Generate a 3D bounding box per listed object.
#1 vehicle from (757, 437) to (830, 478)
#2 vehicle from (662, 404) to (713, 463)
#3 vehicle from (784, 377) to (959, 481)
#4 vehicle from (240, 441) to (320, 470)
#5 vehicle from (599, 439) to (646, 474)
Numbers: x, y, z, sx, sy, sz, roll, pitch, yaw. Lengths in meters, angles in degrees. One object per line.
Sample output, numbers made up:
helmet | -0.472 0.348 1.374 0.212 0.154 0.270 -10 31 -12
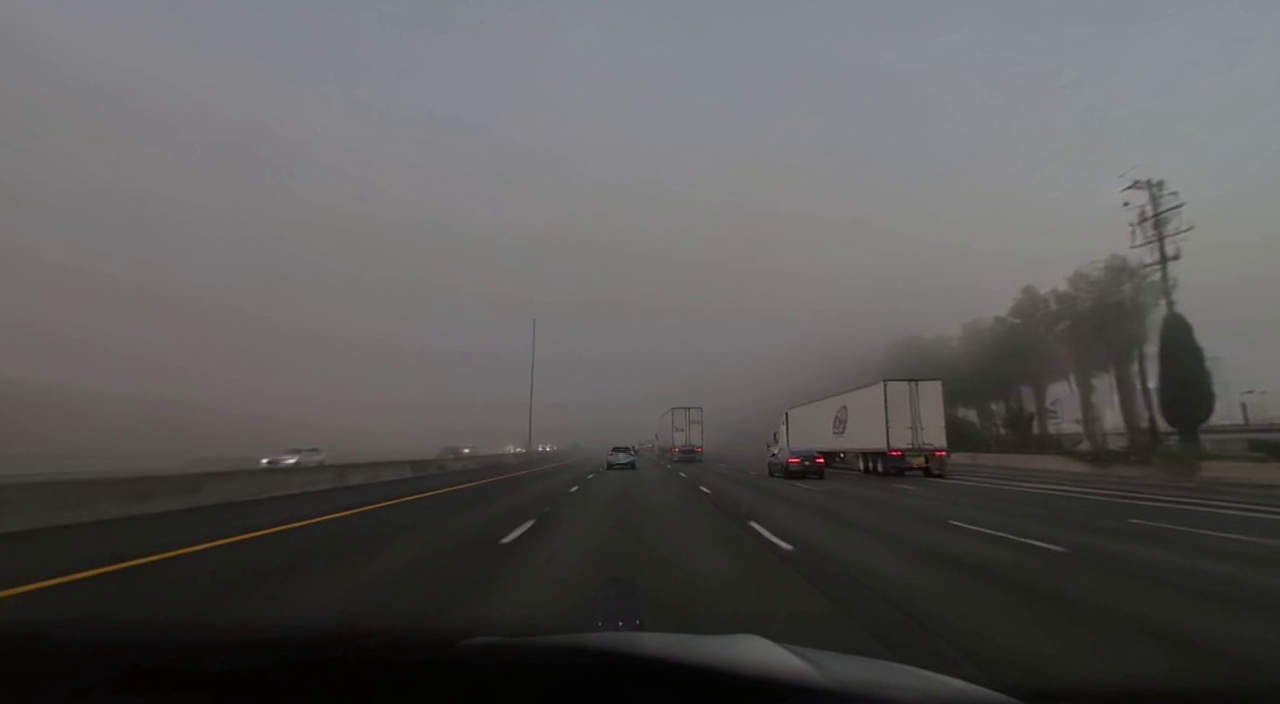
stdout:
vehicle | 6.736 4.698 28.259 2.154 1.658 4.347 0 -9 -1
vehicle | 3.488 6.482 49.512 2.999 4.127 10.526 0 -9 -1
vehicle | 11.253 4.373 34.055 2.898 4.171 17.188 0 -9 0
vehicle | -20.316 5.855 35.859 1.925 1.548 4.544 0 -9 -1
vehicle | -0.836 5.111 31.038 2.163 1.551 4.180 0 -9 -1
